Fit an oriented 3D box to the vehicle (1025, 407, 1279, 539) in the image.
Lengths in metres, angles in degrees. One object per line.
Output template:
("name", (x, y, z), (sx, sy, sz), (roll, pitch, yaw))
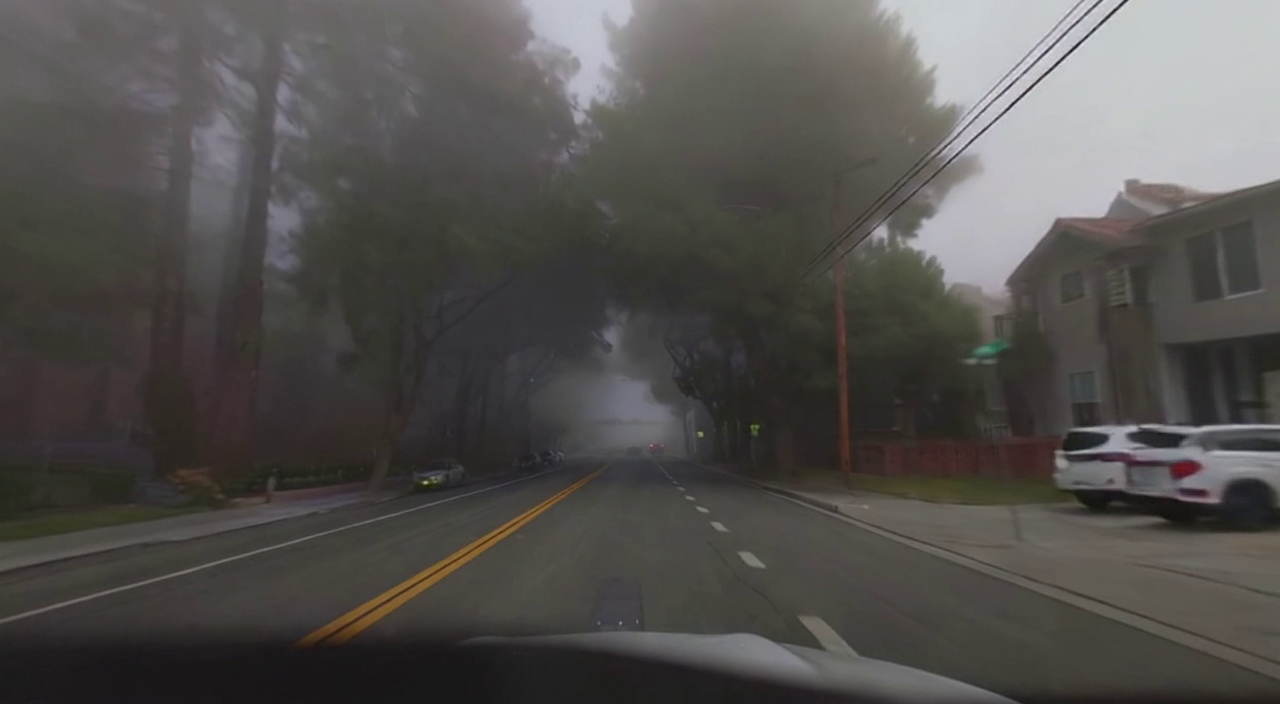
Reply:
("vehicle", (9.276, 2.009, 11.010), (2.121, 1.785, 4.693), (0, -9, 0))
